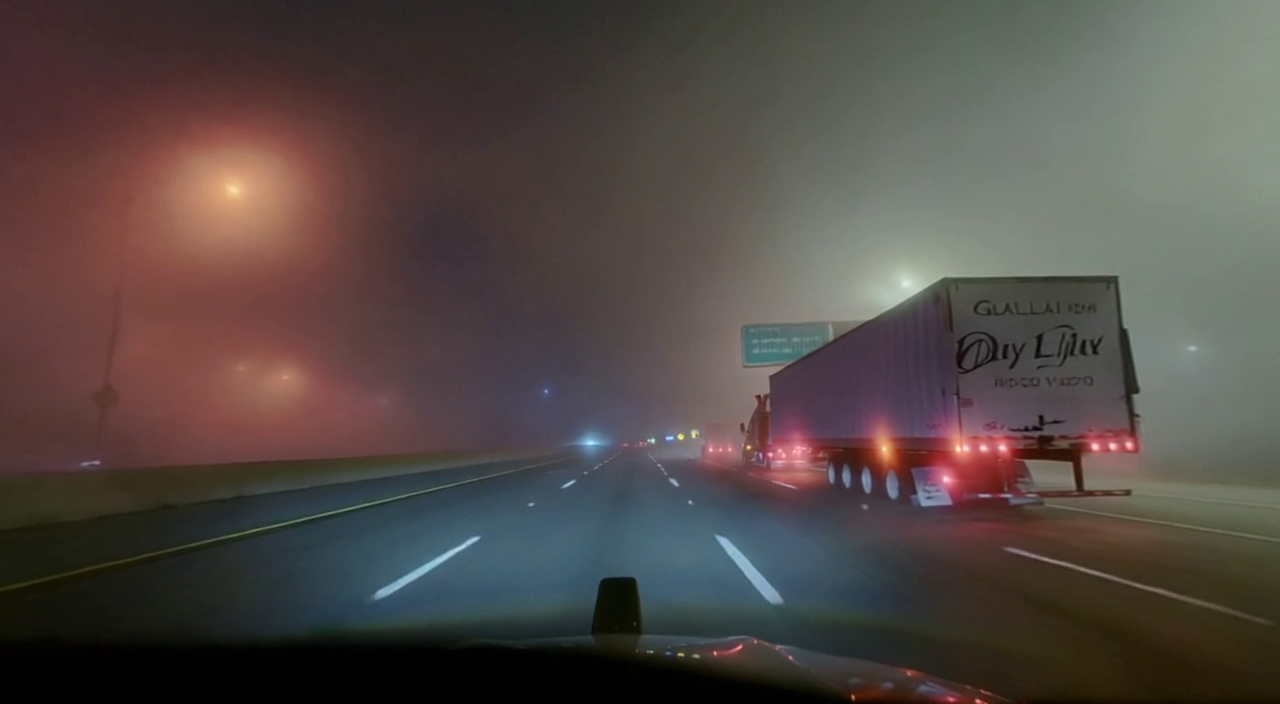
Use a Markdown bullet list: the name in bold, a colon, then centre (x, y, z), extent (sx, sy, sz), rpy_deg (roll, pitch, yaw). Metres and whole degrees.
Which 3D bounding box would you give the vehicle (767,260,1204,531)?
- **vehicle**: centre (6.572, 1.752, 17.269), extent (2.962, 3.947, 16.241), rpy_deg (0, -8, 0)
